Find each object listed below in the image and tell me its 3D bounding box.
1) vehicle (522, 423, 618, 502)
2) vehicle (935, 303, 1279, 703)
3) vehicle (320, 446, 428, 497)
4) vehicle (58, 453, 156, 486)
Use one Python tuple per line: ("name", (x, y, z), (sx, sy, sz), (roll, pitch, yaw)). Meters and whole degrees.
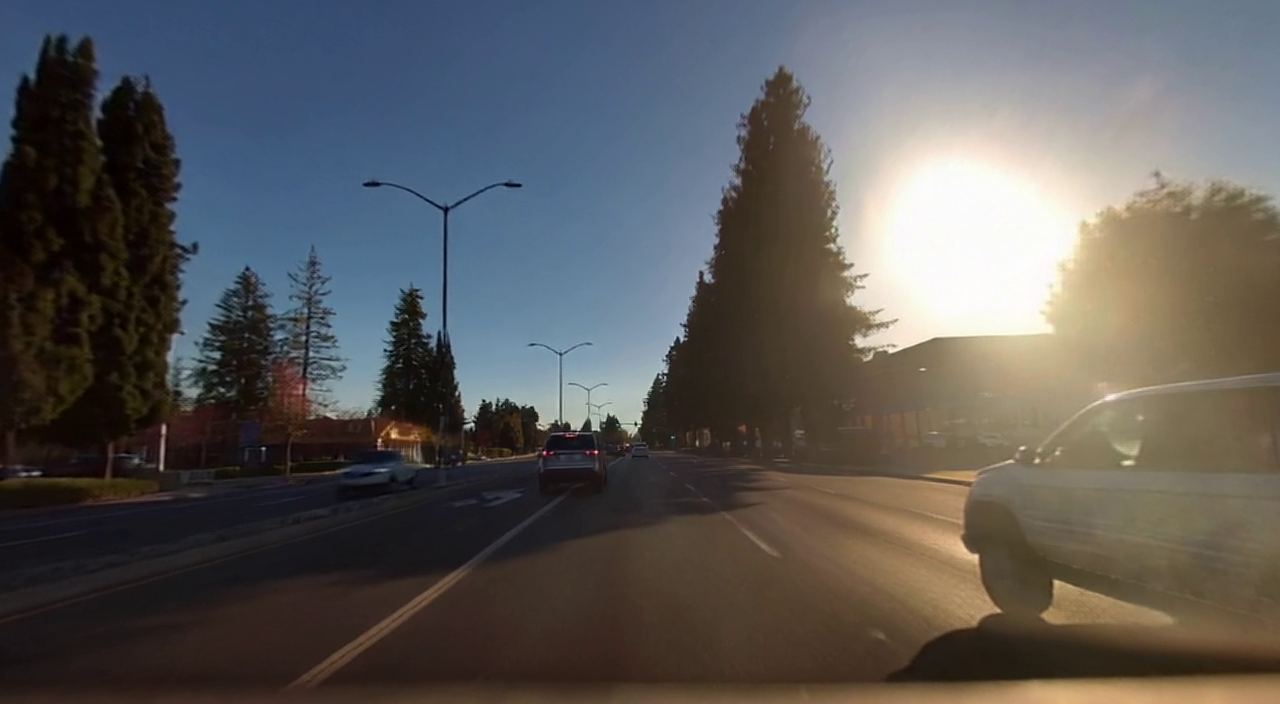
("vehicle", (-1.829, 3.030, 17.786), (2.300, 1.870, 4.936), (0, -8, -3))
("vehicle", (3.497, 0.747, 2.633), (2.238, 1.767, 4.563), (0, -8, -1))
("vehicle", (-8.989, 4.033, 21.739), (2.001, 1.579, 3.930), (0, -8, 0))
("vehicle", (-28.478, 6.258, 33.837), (3.590, 1.477, 1.837), (-3, -8, 0))
